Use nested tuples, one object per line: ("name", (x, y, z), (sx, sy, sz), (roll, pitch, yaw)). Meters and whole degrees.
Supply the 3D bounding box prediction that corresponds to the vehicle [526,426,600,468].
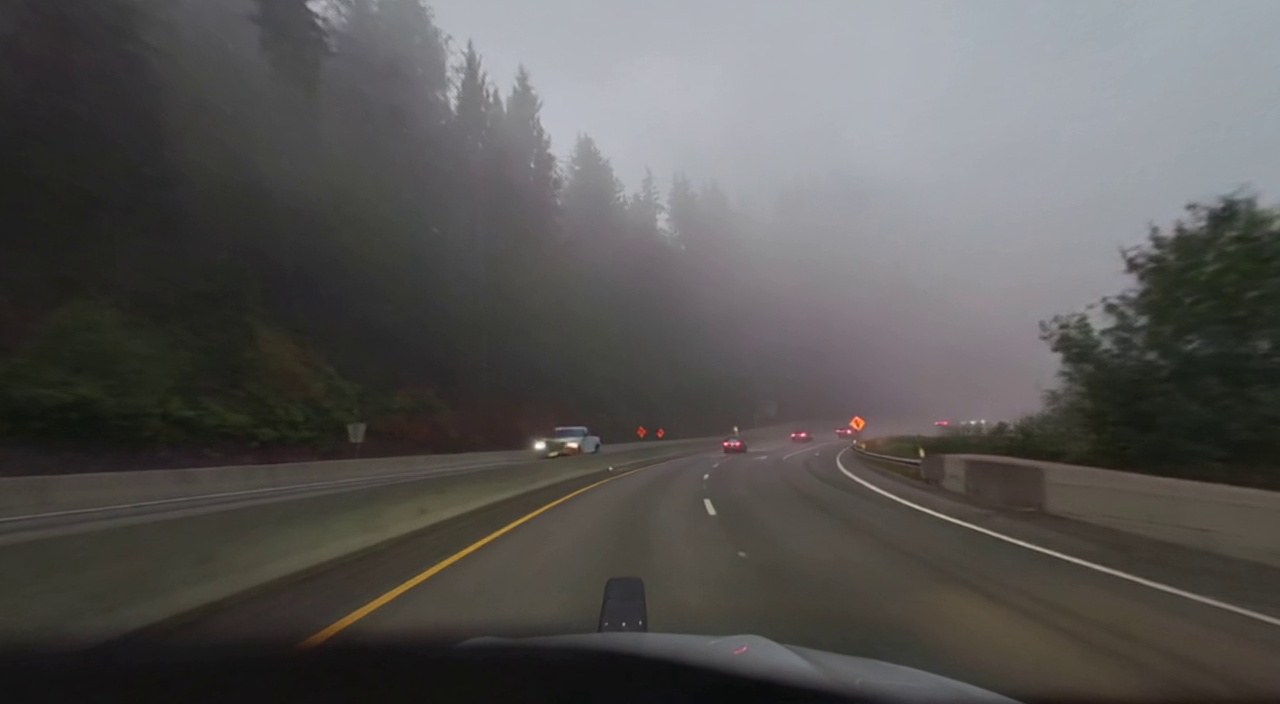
("vehicle", (-3.472, 4.491, 29.808), (2.103, 1.772, 5.645), (-1, -8, 8))
